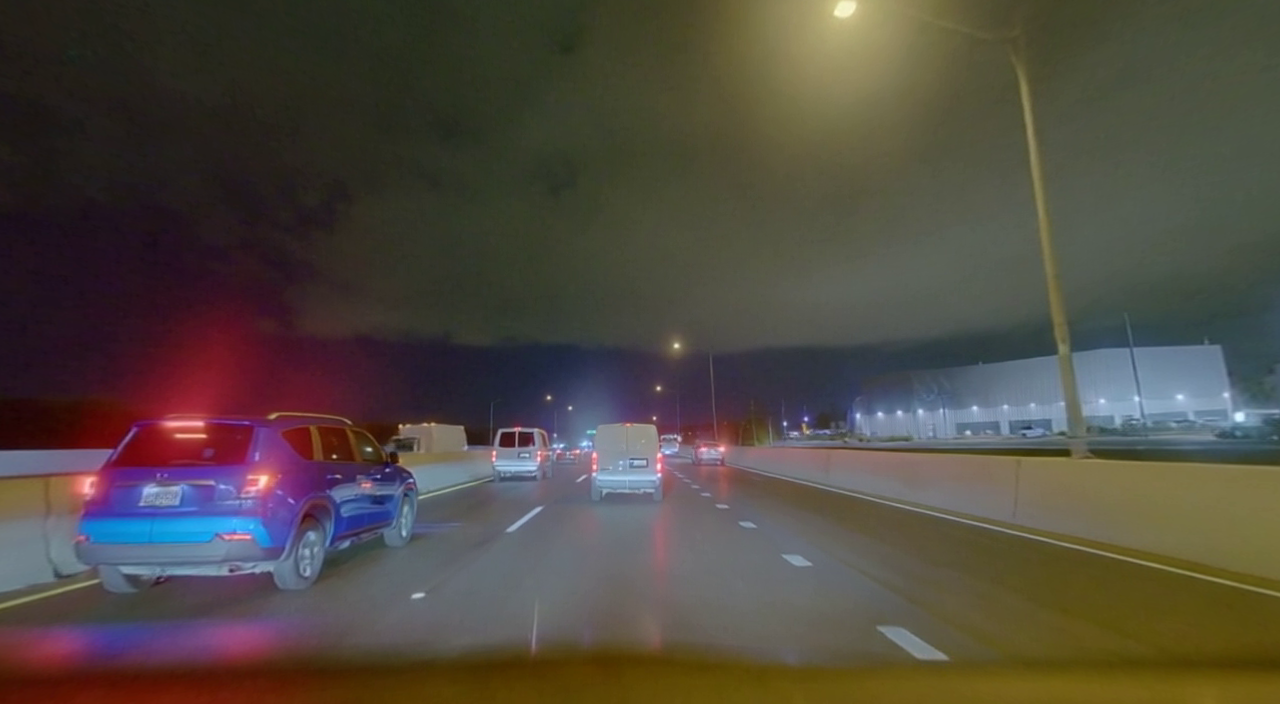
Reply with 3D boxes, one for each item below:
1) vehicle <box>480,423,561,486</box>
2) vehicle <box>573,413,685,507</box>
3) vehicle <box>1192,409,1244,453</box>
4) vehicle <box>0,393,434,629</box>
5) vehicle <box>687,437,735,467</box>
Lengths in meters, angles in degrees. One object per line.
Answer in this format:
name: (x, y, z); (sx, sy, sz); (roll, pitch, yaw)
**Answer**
vehicle: (-4.036, 3.517, 21.952); (2.038, 1.936, 4.300); (0, -8, -1)
vehicle: (-0.288, 2.543, 15.272); (2.304, 1.925, 4.282); (0, -8, -1)
vehicle: (30.885, 4.241, 33.646); (1.480, 2.238, 1.864); (-5, -9, 30)
vehicle: (-3.931, 1.467, 6.839); (1.972, 1.703, 4.333); (0, -8, -1)
vehicle: (3.780, 5.383, 34.079); (1.999, 1.494, 3.833); (0, -8, -3)
